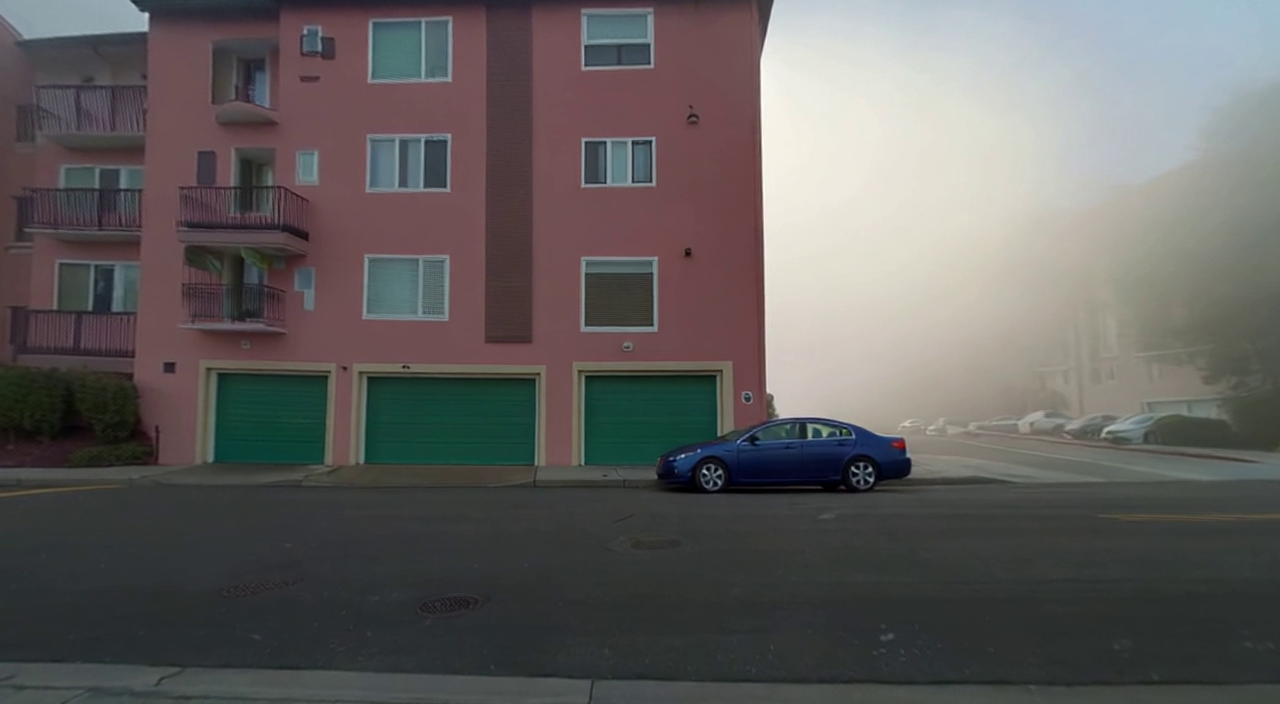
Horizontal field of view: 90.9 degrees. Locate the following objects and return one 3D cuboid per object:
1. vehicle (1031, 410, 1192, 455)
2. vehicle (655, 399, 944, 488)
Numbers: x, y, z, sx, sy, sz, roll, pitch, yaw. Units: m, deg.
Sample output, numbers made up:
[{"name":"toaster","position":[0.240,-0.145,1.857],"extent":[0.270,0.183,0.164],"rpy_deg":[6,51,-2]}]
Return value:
[{"name":"vehicle","position":[16.156,2.796,21.787],"extent":[3.905,1.475,2.057],"rpy_deg":[0,-8,0]},{"name":"vehicle","position":[2.625,1.646,11.338],"extent":[4.697,1.444,1.825],"rpy_deg":[0,-8,1]}]
